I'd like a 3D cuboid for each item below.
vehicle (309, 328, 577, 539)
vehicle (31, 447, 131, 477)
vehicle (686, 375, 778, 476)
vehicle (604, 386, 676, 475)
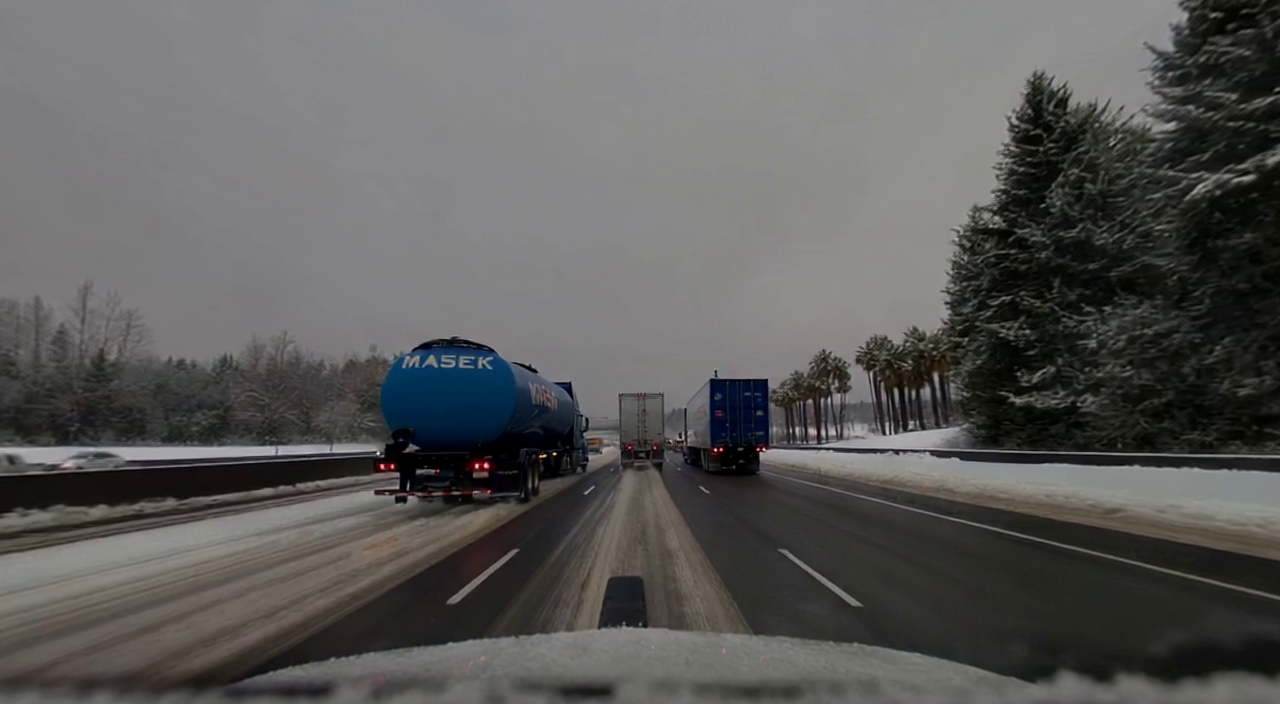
[{"bbox_3d":[-3.537,2.011,15.198,2.786,3.228,11.082,0,-8,1],"label":"vehicle"},{"bbox_3d":[-34.914,6.853,39.556,2.220,1.725,4.363,0,-8,0],"label":"vehicle"},{"bbox_3d":[4.332,4.087,33.431,2.887,4.178,14.553,0,-8,1],"label":"vehicle"},{"bbox_3d":[0.152,4.703,36.506,3.097,3.856,18.209,0,-8,1],"label":"vehicle"}]
